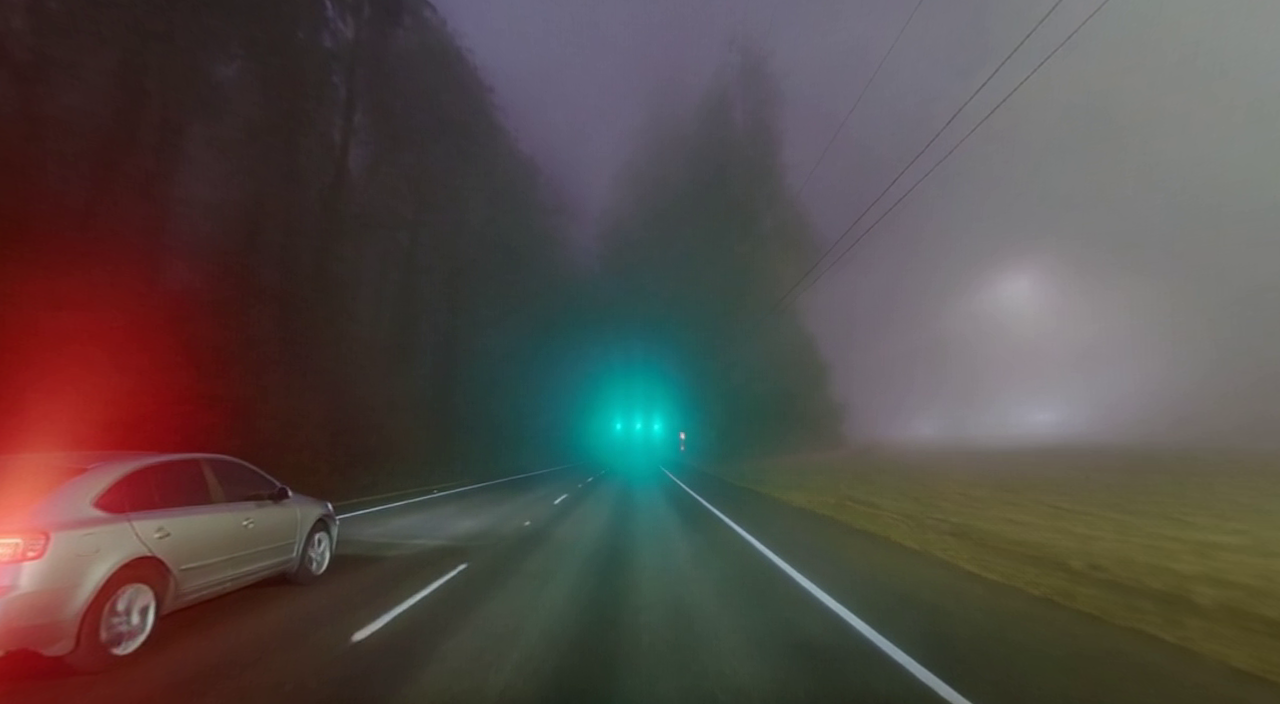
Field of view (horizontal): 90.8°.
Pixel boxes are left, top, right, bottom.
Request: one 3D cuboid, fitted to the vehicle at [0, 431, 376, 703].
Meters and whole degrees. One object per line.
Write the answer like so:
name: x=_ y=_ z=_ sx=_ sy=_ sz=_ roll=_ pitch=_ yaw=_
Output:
vehicle: x=-4.058 y=1.425 z=5.211 sx=1.946 sy=1.437 sz=4.154 roll=0 pitch=-8 yaw=0
